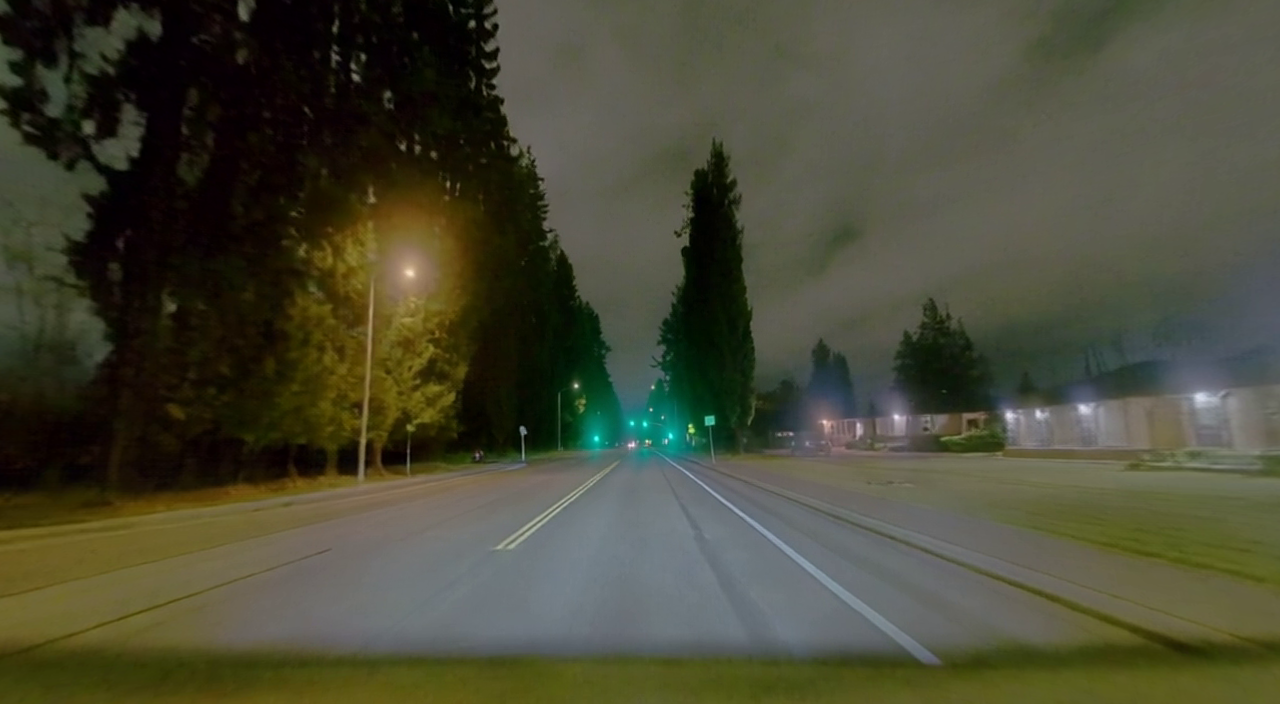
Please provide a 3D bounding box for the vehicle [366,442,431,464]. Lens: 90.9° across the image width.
[{"bbox_3d":[-18.793,7.878,49.111,4.233,1.623,1.943,0,-8,1],"label":"vehicle"}]
